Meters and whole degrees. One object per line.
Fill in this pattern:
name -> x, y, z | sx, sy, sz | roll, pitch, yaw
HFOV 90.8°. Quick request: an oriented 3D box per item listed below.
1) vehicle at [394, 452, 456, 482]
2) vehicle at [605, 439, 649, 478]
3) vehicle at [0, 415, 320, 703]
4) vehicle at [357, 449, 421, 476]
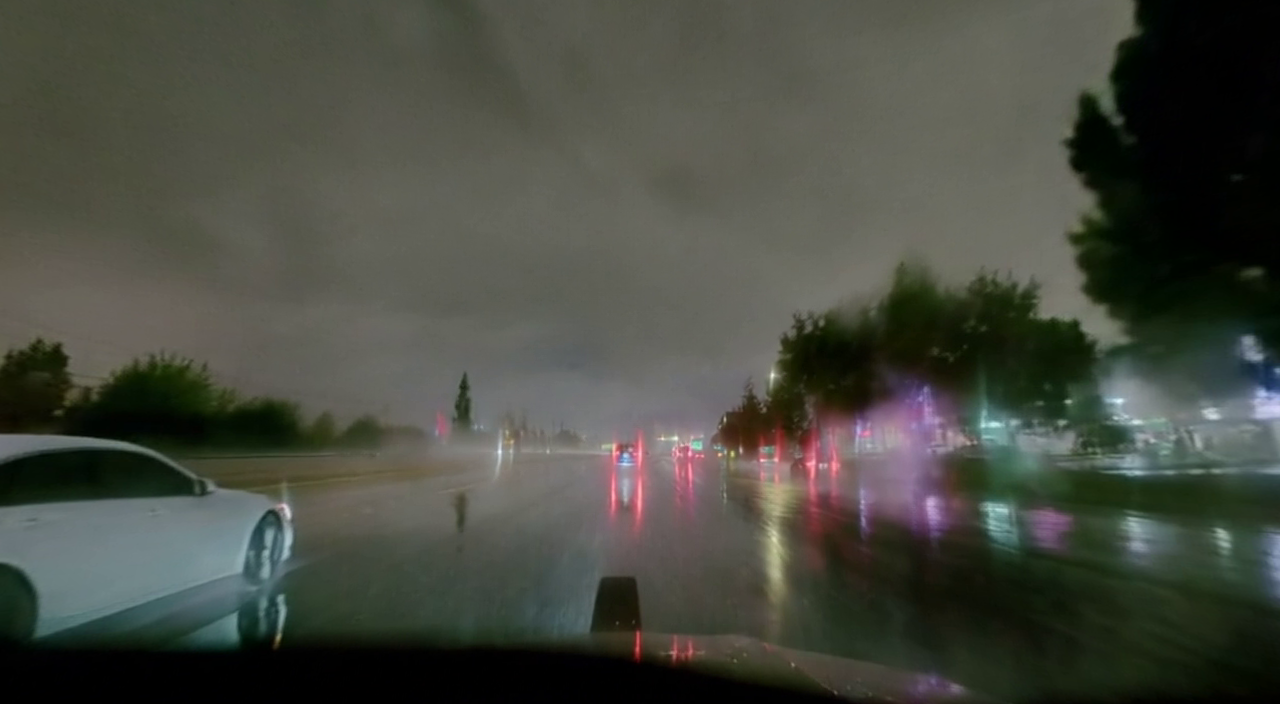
vehicle -> -11.241, 6.025, 33.315 | 1.729, 1.430, 3.942 | -1, -9, 2
vehicle -> -0.619, 5.630, 33.608 | 2.155, 1.856, 4.796 | 0, -9, 1
vehicle -> -4.284, 1.236, 4.256 | 1.907, 1.483, 4.562 | 0, -9, -1
vehicle -> -14.897, 6.575, 37.784 | 1.900, 1.513, 4.475 | -1, -9, 2
